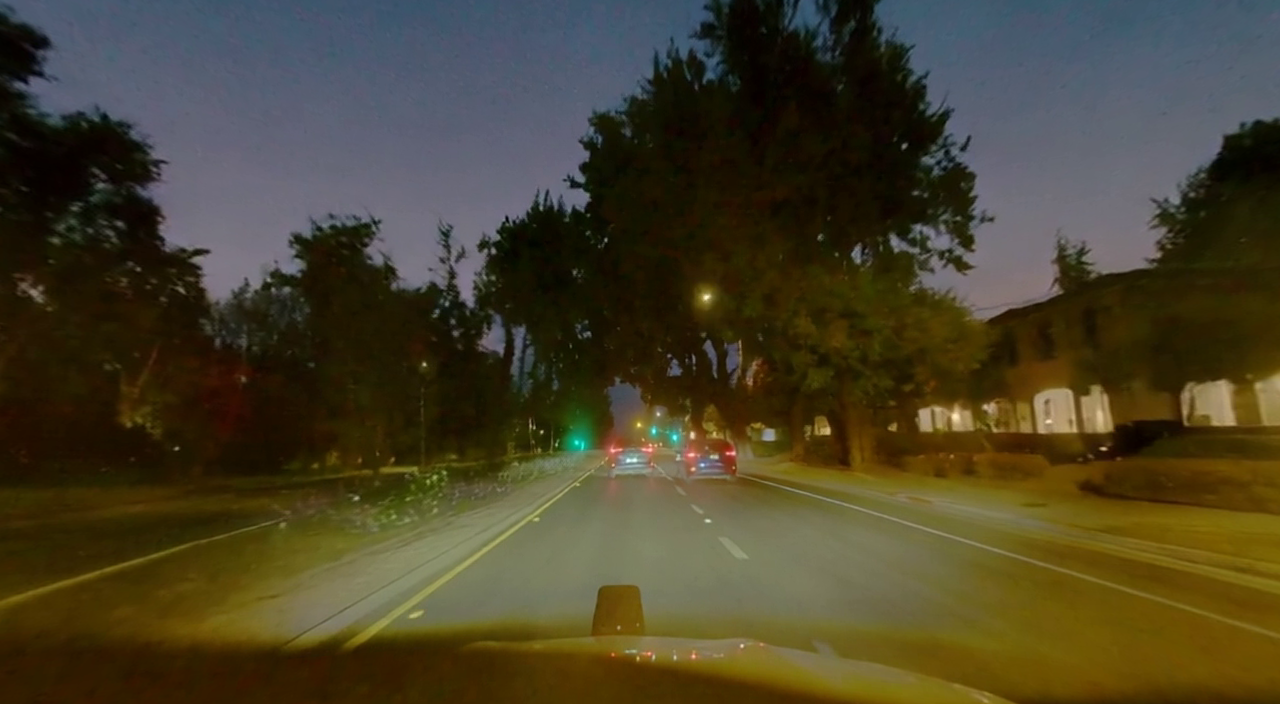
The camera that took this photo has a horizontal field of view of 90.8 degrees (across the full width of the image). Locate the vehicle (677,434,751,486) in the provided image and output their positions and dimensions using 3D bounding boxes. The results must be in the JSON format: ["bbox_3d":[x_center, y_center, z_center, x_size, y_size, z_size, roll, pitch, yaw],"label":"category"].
[{"bbox_3d":[2.464,3.719,22.072,2.003,1.614,4.072,0,-8,-2],"label":"vehicle"}]

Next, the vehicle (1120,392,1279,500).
[{"bbox_3d":[11.529,1.647,11.139,2.158,1.780,4.476,8,-12,-44],"label":"vehicle"}]

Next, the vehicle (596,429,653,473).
[{"bbox_3d":[-0.720,4.657,29.834,2.488,1.881,4.814,0,-8,-1],"label":"vehicle"}]
